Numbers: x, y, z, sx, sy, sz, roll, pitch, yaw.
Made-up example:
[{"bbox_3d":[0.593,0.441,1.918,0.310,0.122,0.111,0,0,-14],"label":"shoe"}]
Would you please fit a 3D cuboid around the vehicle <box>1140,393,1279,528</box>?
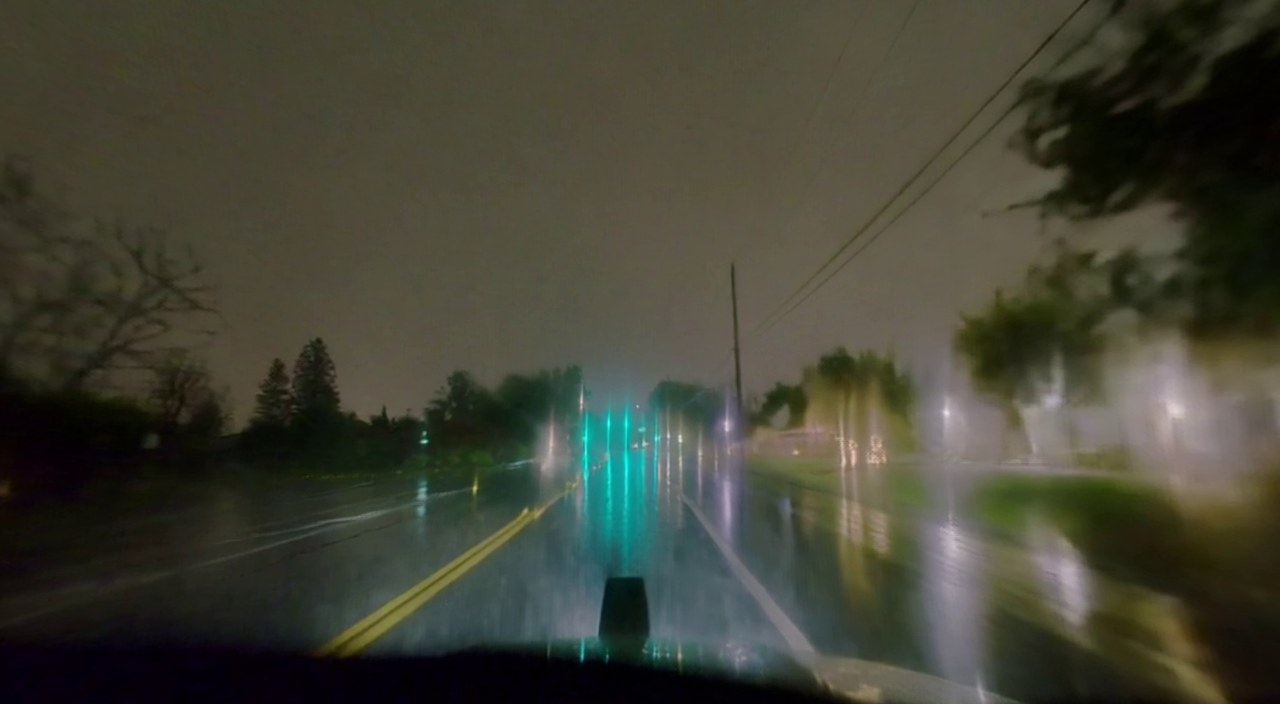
[{"bbox_3d":[11.301,1.683,10.236,4.382,1.963,2.148,-1,-7,3],"label":"vehicle"}]
